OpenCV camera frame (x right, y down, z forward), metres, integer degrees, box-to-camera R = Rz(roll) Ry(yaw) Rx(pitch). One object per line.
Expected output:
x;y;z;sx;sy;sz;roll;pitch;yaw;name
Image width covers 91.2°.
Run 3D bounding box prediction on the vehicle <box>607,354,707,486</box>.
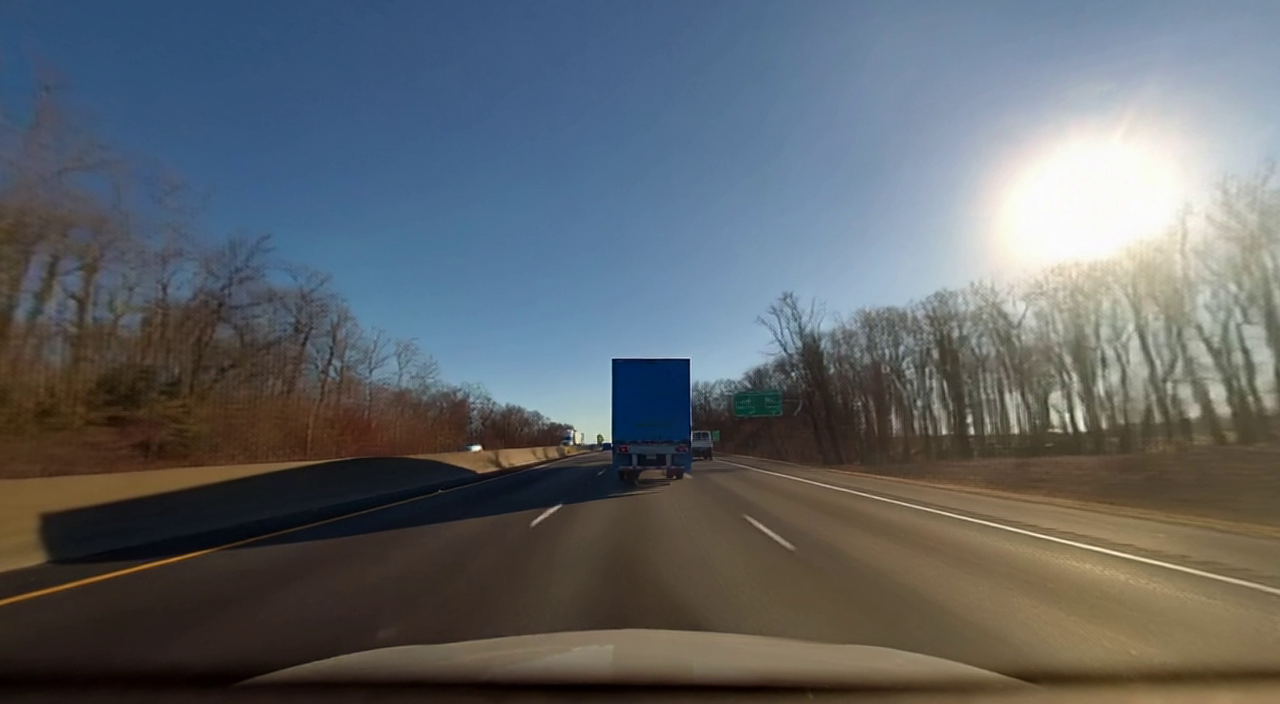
0.514;2.831;24.461;3.010;4.039;10.481;0;-8;0;vehicle
